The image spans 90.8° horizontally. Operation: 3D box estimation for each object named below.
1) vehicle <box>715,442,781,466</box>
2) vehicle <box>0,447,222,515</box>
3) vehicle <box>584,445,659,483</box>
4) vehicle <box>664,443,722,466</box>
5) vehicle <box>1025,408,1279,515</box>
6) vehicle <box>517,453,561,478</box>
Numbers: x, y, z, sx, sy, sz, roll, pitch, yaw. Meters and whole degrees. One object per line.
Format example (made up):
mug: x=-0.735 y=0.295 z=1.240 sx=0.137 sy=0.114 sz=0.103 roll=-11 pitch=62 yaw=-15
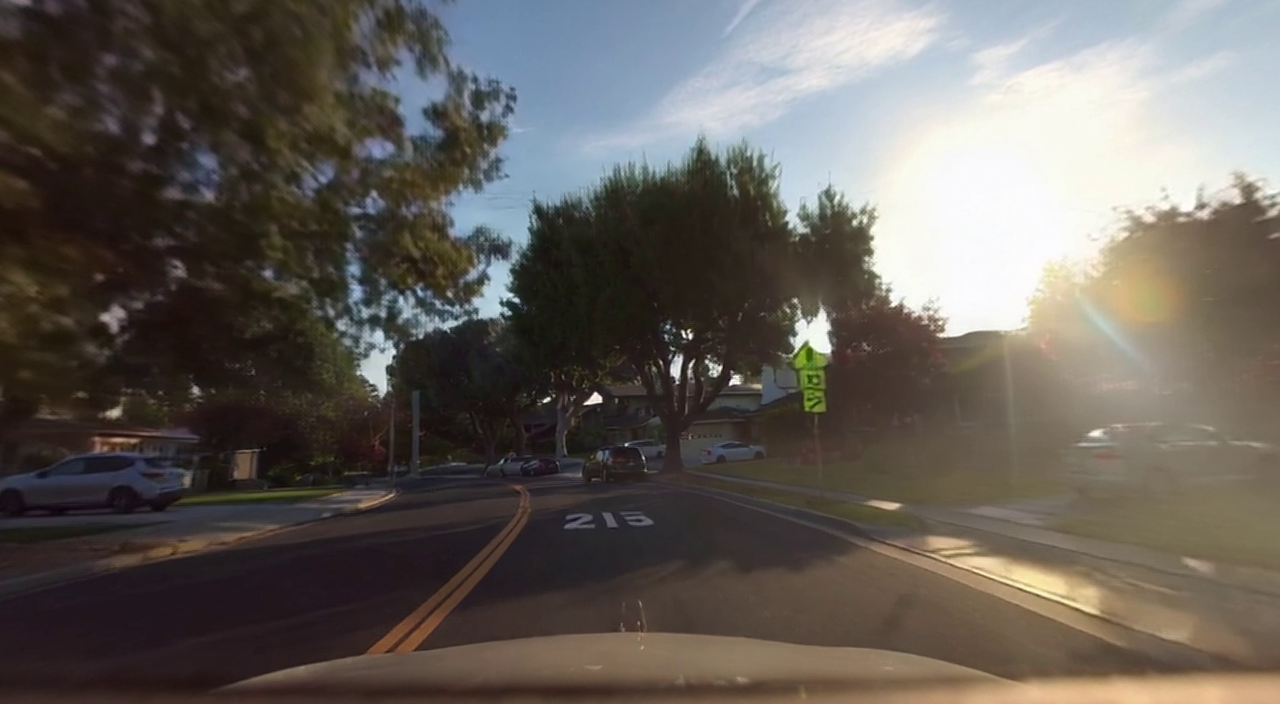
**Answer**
vehicle: x=7.124 y=6.645 z=41.363 sx=4.253 sy=1.458 sz=1.900 roll=6 pitch=-11 yaw=-39
vehicle: x=-14.242 y=3.375 z=16.899 sx=4.664 sy=1.580 sz=1.973 roll=3 pitch=-9 yaw=-20
vehicle: x=-0.967 y=4.950 z=28.199 sx=2.181 sy=1.494 sz=5.023 roll=2 pitch=-9 yaw=-16
vehicle: x=3.861 y=7.330 z=45.347 sx=4.157 sy=1.431 sz=1.753 roll=4 pitch=-9 yaw=-43
vehicle: x=9.652 y=1.904 z=11.480 sx=4.284 sy=1.522 sz=1.893 roll=-1 pitch=-8 yaw=-14
vehicle: x=-7.451 y=8.248 z=46.222 sx=1.965 sy=1.663 sz=4.744 roll=3 pitch=-9 yaw=-24
